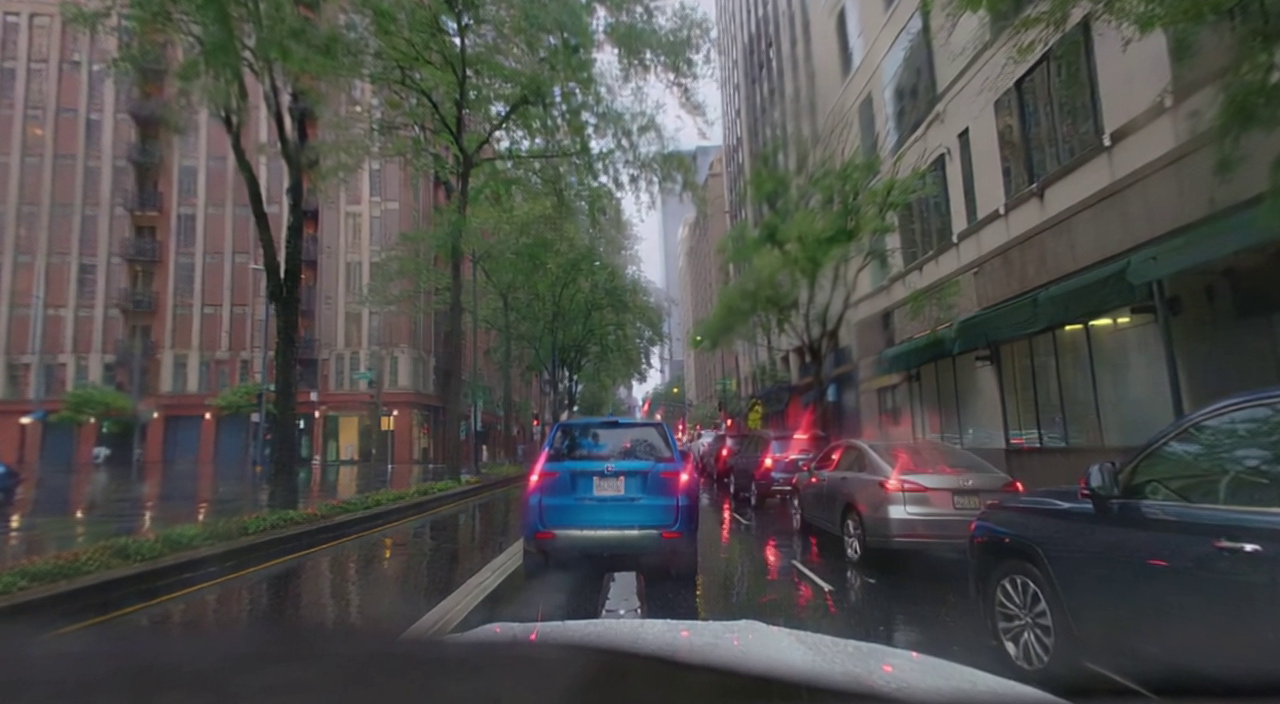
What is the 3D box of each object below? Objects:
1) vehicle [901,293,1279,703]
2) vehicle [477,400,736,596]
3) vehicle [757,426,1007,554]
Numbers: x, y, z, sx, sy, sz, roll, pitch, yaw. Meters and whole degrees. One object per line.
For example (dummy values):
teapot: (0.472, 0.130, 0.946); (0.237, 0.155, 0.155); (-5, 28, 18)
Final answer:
vehicle: (3.001, 0.749, 2.242); (2.063, 1.760, 4.664); (0, -9, -1)
vehicle: (-0.338, 1.581, 7.634); (2.249, 1.684, 4.084); (0, -9, -1)
vehicle: (3.290, 1.978, 9.812); (1.941, 1.482, 4.632); (0, -9, -2)
